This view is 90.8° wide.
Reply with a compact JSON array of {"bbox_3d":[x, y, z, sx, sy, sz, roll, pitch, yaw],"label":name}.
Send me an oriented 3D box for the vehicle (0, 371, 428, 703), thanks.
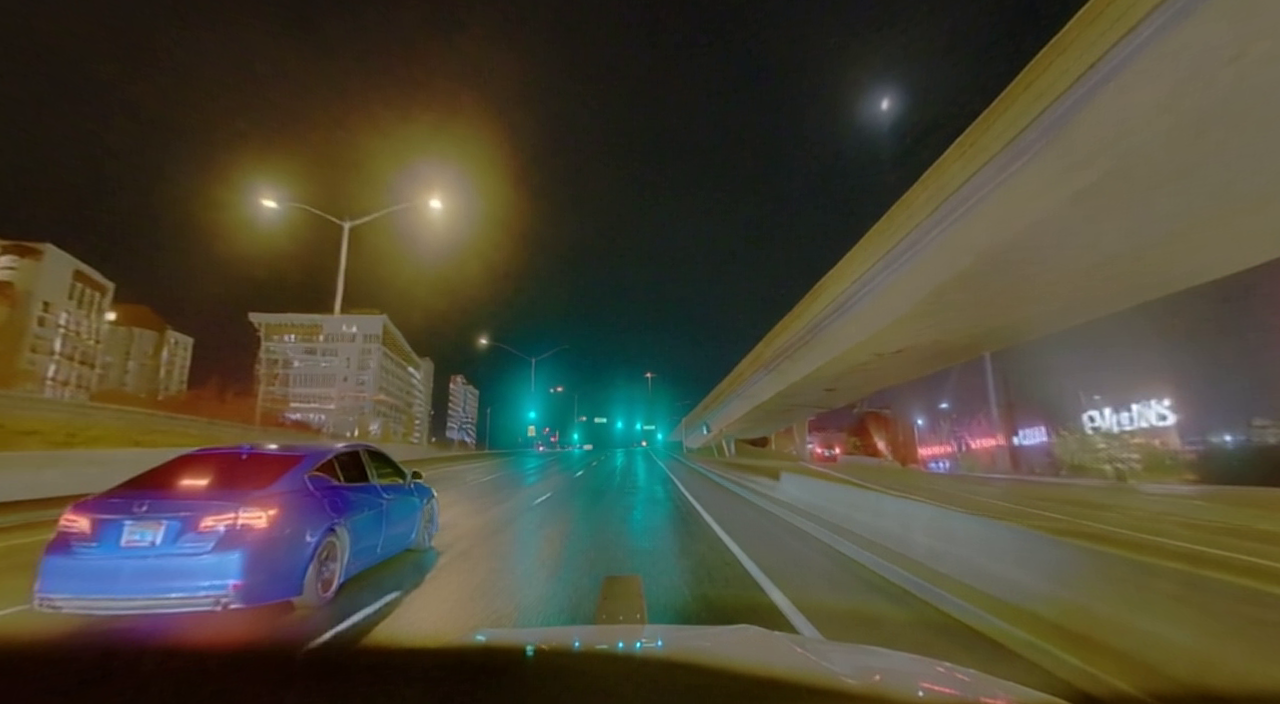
[{"bbox_3d":[-3.081,1.079,3.860,2.041,1.470,4.290,0,-9,0],"label":"vehicle"}]
